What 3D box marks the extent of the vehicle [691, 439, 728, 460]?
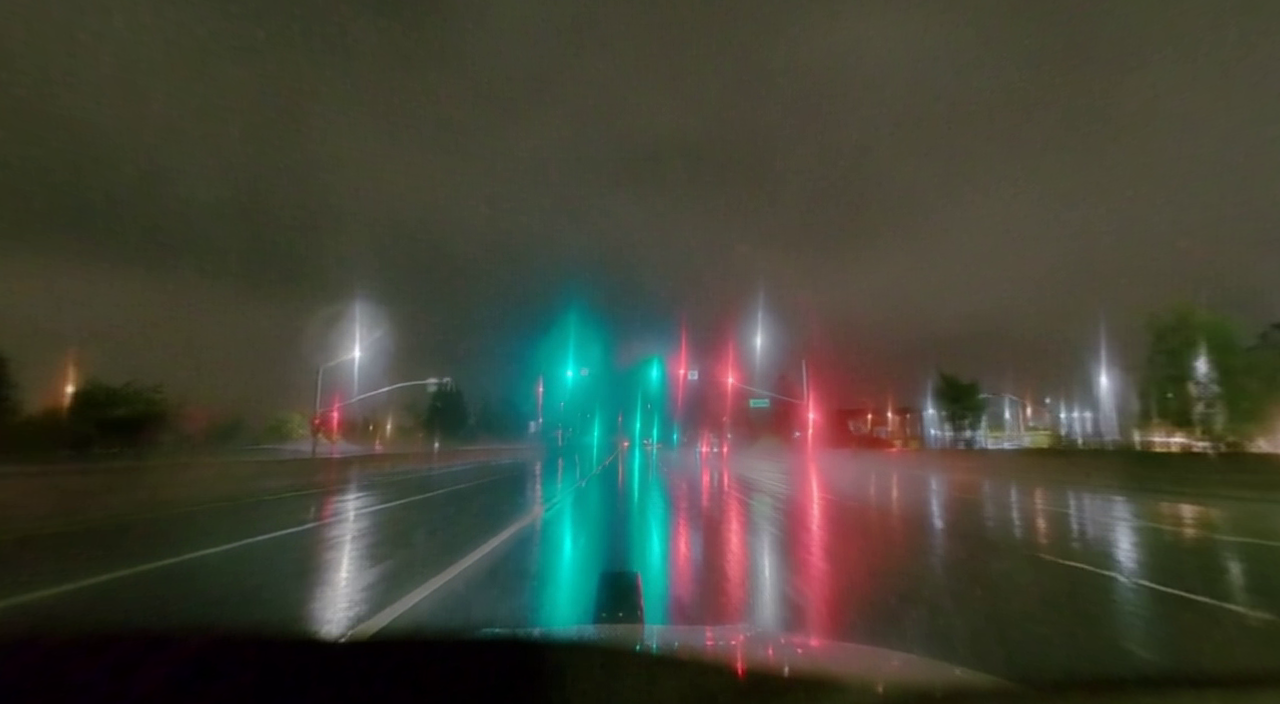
[{"bbox_3d":[5.118,7.315,47.253,2.187,1.475,4.529,0,-9,-1],"label":"vehicle"}]
